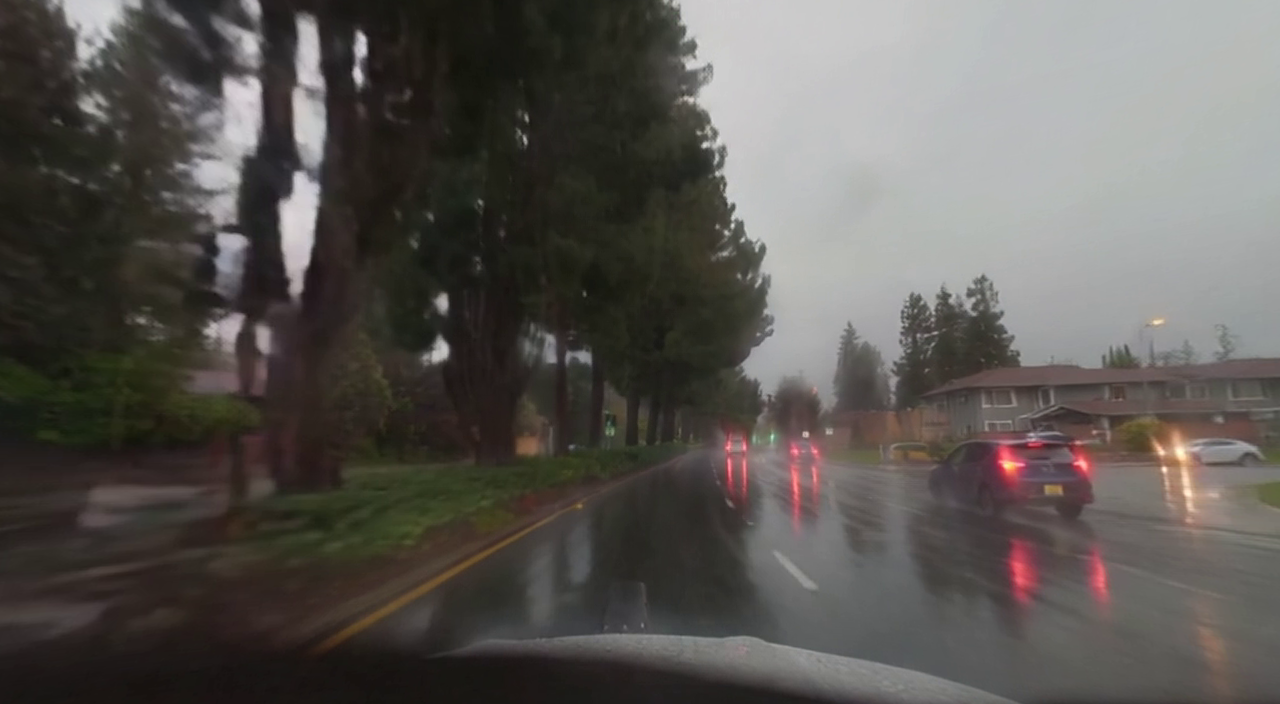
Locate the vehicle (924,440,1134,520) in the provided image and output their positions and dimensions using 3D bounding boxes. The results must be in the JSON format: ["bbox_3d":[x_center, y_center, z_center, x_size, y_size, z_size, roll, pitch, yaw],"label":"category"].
[{"bbox_3d":[8.149,2.676,13.817,1.855,1.444,4.389,-1,-8,1],"label":"vehicle"}]
